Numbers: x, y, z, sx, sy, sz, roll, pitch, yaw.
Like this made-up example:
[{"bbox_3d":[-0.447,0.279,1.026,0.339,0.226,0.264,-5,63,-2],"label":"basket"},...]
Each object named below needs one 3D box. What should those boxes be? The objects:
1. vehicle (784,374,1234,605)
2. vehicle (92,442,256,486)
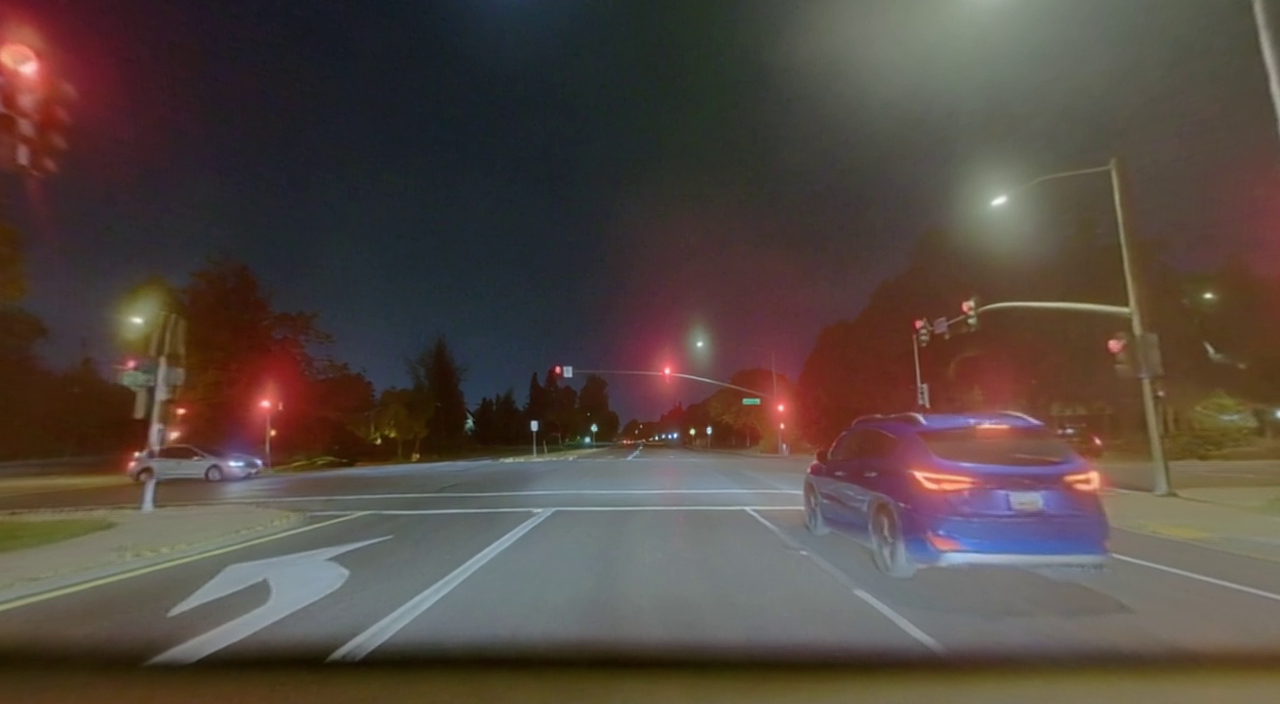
[{"bbox_3d":[3.463,1.436,7.473,2.229,1.795,4.927,0,-9,-1],"label":"vehicle"},{"bbox_3d":[-18.503,4.447,25.338,4.737,1.659,2.042,1,-9,-10],"label":"vehicle"}]
